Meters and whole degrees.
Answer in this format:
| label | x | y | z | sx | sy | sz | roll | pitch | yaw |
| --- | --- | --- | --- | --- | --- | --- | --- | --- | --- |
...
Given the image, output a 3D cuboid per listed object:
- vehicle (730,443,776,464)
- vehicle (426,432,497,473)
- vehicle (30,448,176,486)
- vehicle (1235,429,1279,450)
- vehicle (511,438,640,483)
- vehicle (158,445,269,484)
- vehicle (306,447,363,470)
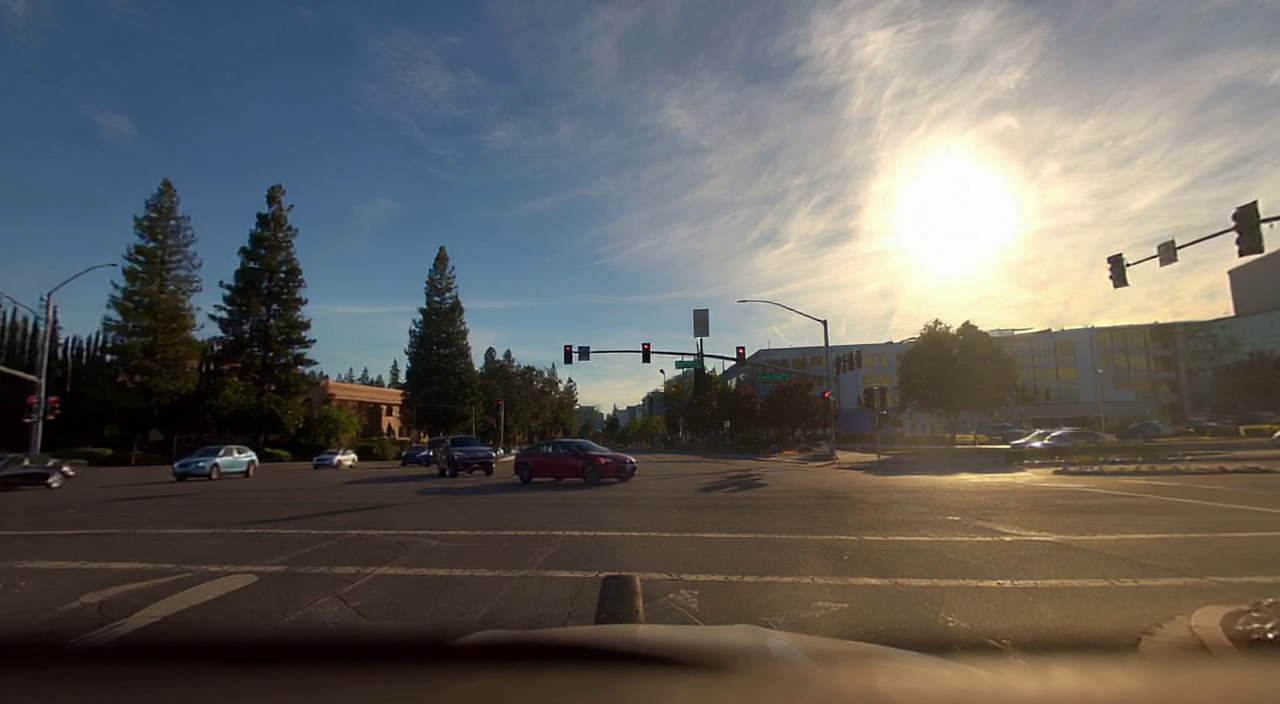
| label | x | y | z | sx | sy | sz | roll | pitch | yaw |
| --- | --- | --- | --- | --- | --- | --- | --- | --- | --- |
| vehicle | 8.289 | 7.471 | 46.740 | 2.133 | 1.437 | 4.420 | 1 | -9 | -6 |
| vehicle | -9.061 | 5.045 | 31.846 | 2.017 | 1.877 | 4.767 | 5 | -10 | -33 |
| vehicle | -28.555 | 6.084 | 33.874 | 2.901 | 1.827 | 5.034 | -3 | -9 | 18 |
| vehicle | 45.671 | 6.270 | 45.256 | 1.786 | 1.412 | 4.330 | 0 | -9 | 0 |
| vehicle | -2.454 | 3.982 | 23.442 | 4.532 | 1.467 | 2.135 | -7 | -11 | 38 |
| vehicle | -19.562 | 5.140 | 29.266 | 1.924 | 1.656 | 4.593 | 0 | -9 | 0 |
| vehicle | -23.227 | 8.085 | 48.199 | 2.041 | 1.642 | 4.628 | 0 | -8 | 0 |
